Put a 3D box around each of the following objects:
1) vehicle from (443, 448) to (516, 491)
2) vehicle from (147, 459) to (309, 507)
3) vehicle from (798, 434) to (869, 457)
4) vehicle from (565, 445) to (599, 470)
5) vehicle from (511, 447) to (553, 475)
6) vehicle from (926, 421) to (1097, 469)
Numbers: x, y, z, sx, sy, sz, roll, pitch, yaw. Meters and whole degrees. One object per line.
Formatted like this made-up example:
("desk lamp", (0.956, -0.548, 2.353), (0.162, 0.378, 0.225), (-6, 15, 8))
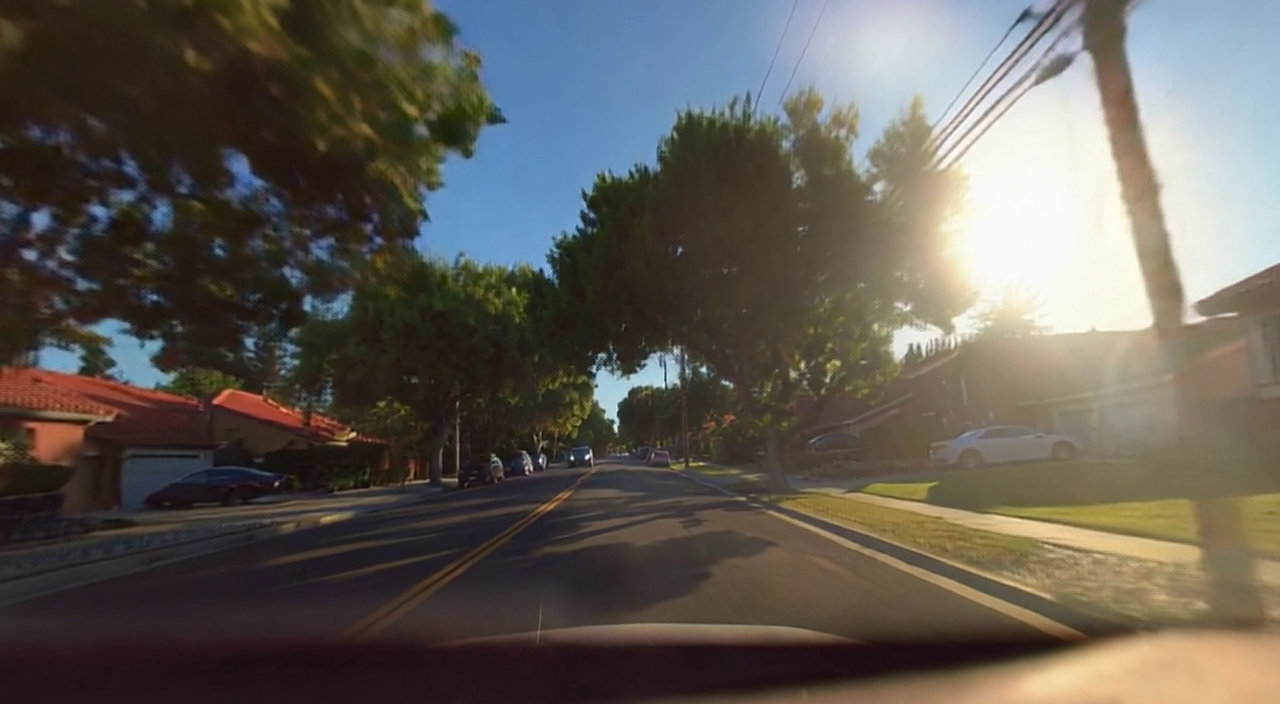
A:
("vehicle", (-6.746, 4.978, 27.032), (2.031, 1.662, 4.194), (0, -9, 0))
("vehicle", (-14.045, 4.434, 21.640), (4.487, 1.464, 1.889), (-2, -10, 11))
("vehicle", (12.838, 6.245, 42.167), (4.370, 1.433, 1.889), (-2, -10, 12))
("vehicle", (-4.236, 7.822, 46.868), (2.106, 1.688, 4.392), (0, -9, -1))
("vehicle", (-7.004, 7.133, 41.368), (2.033, 1.721, 4.328), (0, -9, -1))
("vehicle", (12.227, 3.131, 21.129), (4.389, 1.480, 2.038), (-1, -9, 9))
